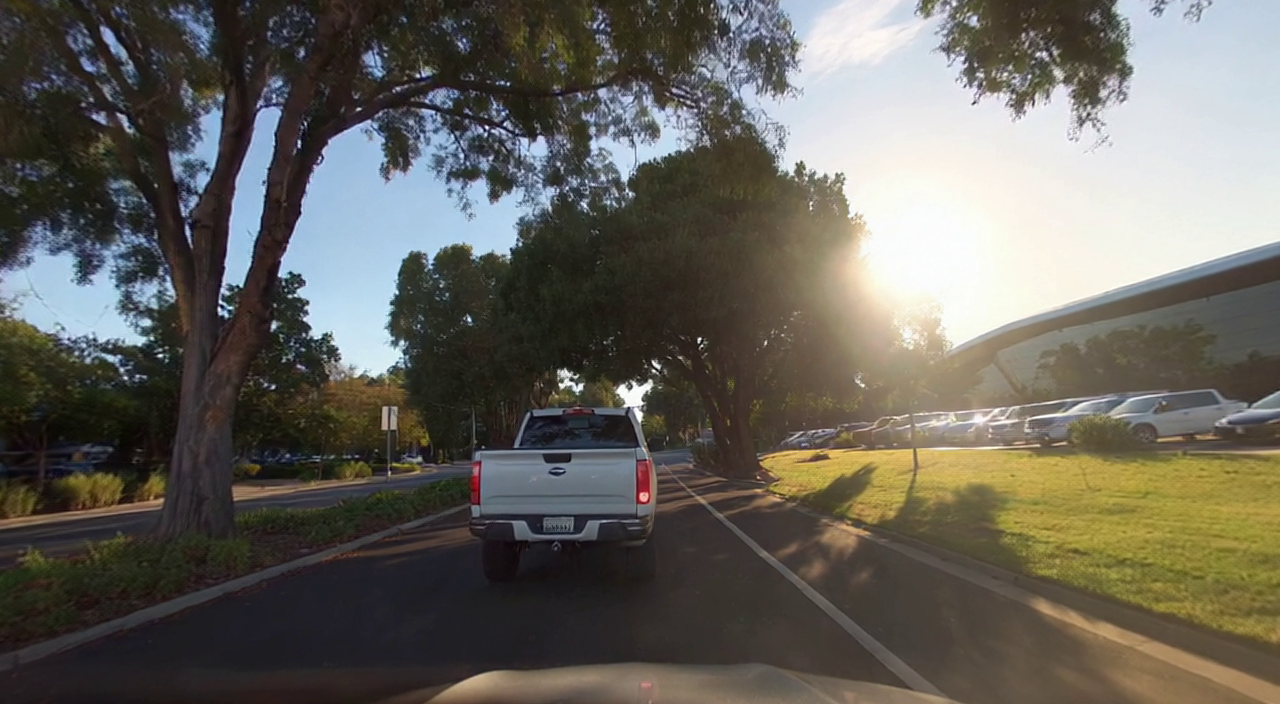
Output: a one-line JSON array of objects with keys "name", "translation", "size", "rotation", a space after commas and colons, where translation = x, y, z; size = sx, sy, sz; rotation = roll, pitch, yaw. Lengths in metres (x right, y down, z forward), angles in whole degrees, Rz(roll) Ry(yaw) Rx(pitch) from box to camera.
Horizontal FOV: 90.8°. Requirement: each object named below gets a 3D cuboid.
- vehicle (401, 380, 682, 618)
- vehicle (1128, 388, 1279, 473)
[{"name": "vehicle", "translation": [-0.682, 1.493, 7.453], "size": [2.157, 1.816, 5.039], "rotation": [0, -8, 2]}, {"name": "vehicle", "translation": [11.879, 1.417, 11.477], "size": [4.298, 1.392, 1.944], "rotation": [-1, -8, 2]}]
